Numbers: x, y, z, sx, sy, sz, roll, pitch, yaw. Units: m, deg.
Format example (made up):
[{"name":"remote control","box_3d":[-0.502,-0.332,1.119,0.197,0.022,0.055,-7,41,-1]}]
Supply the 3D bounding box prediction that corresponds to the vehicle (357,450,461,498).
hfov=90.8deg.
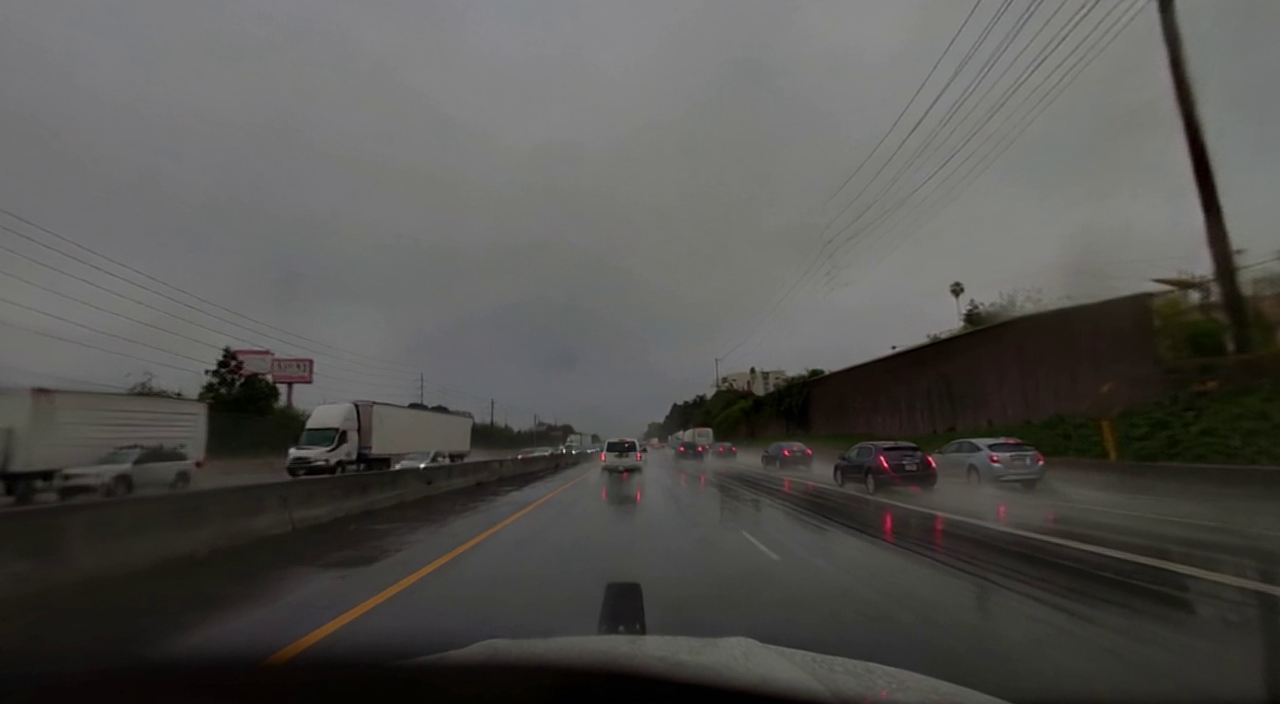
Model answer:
[{"name":"vehicle","box_3d":[-7.885,4.166,22.068,1.897,1.470,4.474,0,-8,0]}]

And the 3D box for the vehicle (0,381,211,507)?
[{"name":"vehicle","box_3d":[-22.474,3.670,25.109,2.958,4.081,11.148,0,-9,0]}]

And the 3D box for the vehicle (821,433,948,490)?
[{"name":"vehicle","box_3d":[6.989,3.180,18.618,1.958,1.473,4.201,0,-8,-1]}]

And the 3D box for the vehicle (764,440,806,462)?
[{"name":"vehicle","box_3d":[10.649,7.287,46.591,1.901,1.485,4.483,0,-9,-2]}]

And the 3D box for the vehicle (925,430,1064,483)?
[{"name":"vehicle","box_3d":[11.189,3.325,20.342,1.944,1.505,4.138,0,-9,-2]}]

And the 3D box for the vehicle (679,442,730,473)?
[{"name":"vehicle","box_3d":[3.264,5.426,32.793,1.934,1.461,4.368,0,-9,-3]}]

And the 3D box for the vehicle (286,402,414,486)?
[{"name":"vehicle","box_3d":[-15.368,5.021,34.406,3.032,3.968,8.215,0,-9,-1]}]

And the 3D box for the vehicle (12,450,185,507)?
[{"name":"vehicle","box_3d":[-18.200,4.205,21.605,1.866,1.689,4.569,0,-9,0]}]

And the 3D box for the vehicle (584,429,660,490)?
[{"name":"vehicle","box_3d":[-0.556,3.569,21.249,2.298,1.809,4.359,0,-8,0]}]

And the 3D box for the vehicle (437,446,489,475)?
[{"name":"vehicle","box_3d":[-11.896,7.310,42.935,2.102,1.874,5.112,0,-8,-1]}]
